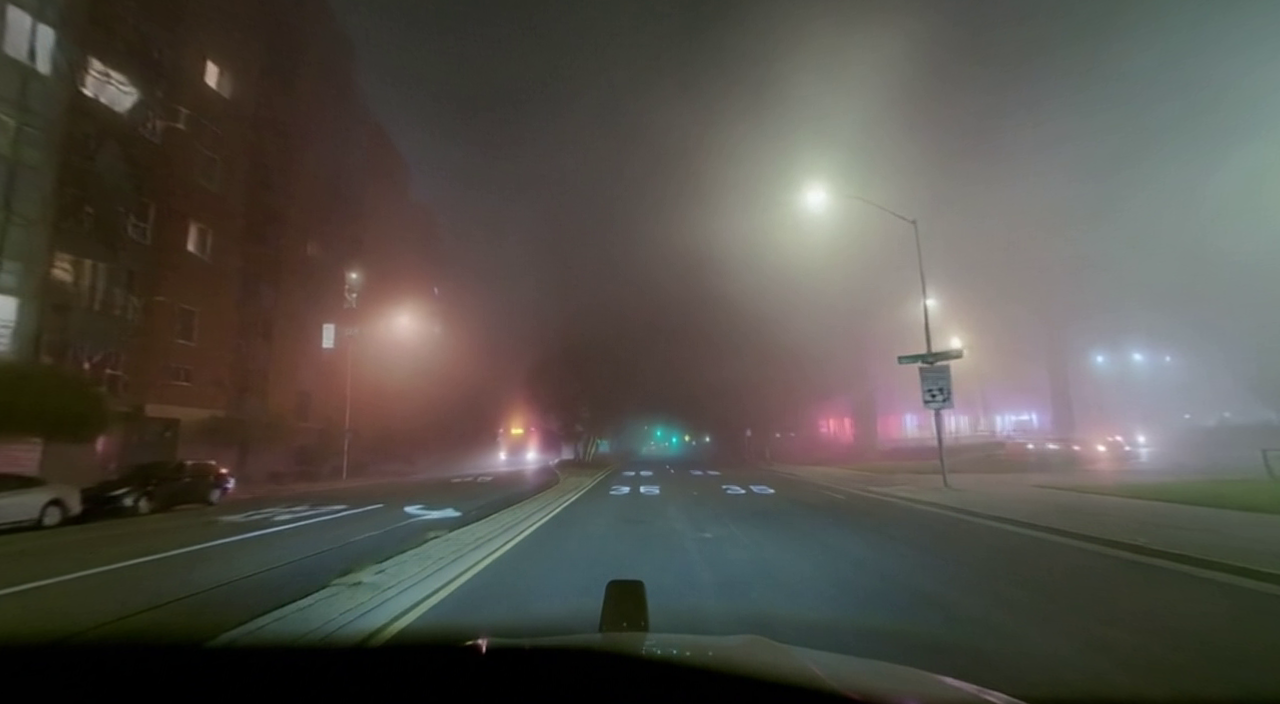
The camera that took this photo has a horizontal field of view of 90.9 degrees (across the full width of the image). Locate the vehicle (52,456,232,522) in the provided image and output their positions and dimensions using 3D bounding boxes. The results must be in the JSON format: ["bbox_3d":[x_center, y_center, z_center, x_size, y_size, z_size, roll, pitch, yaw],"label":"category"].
[{"bbox_3d":[-14.078,3.847,18.175,1.816,1.567,3.957,-1,-8,3],"label":"vehicle"}]

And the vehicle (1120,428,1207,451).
[{"bbox_3d":[40.092,6.720,48.331,4.836,1.711,2.192,0,-8,-4],"label":"vehicle"}]

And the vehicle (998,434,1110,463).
[{"bbox_3d":[21.342,5.002,32.633,4.404,1.440,1.900,0,-8,2],"label":"vehicle"}]
